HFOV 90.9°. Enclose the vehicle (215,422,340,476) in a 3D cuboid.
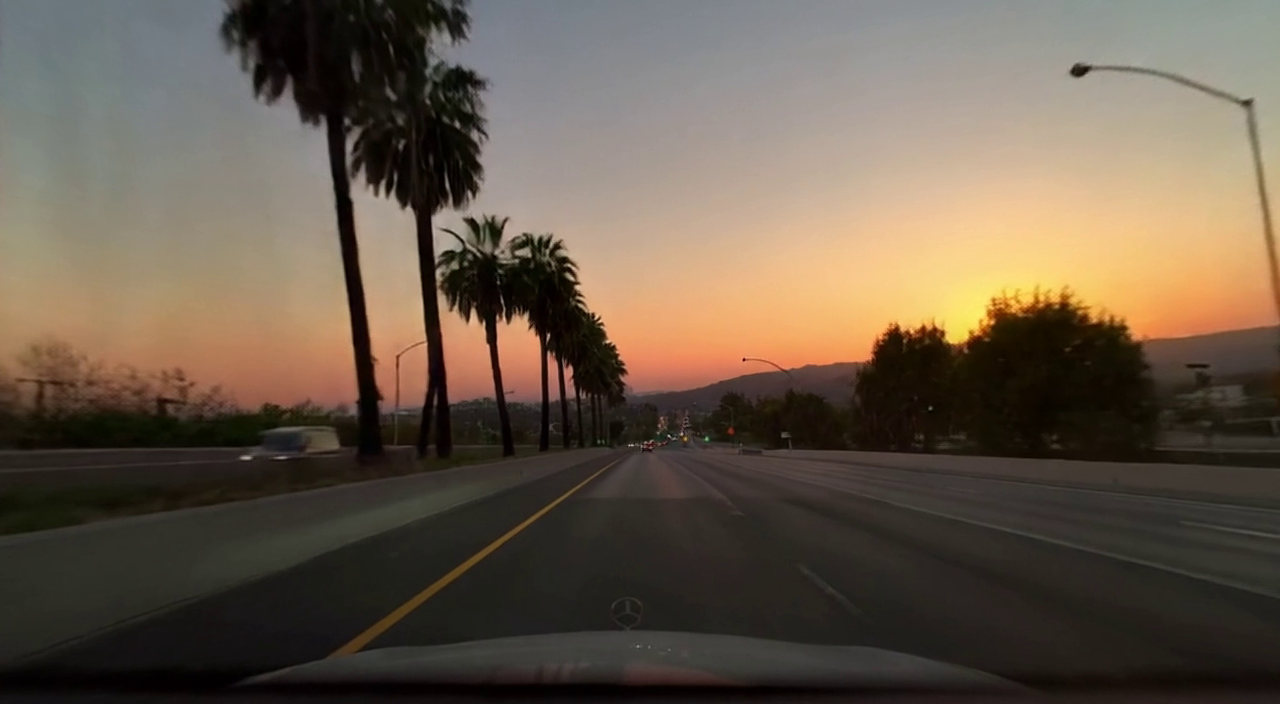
[{"bbox_3d":[-17.356,4.695,30.723,2.340,2.360,6.092,0,-8,1],"label":"vehicle"}]
